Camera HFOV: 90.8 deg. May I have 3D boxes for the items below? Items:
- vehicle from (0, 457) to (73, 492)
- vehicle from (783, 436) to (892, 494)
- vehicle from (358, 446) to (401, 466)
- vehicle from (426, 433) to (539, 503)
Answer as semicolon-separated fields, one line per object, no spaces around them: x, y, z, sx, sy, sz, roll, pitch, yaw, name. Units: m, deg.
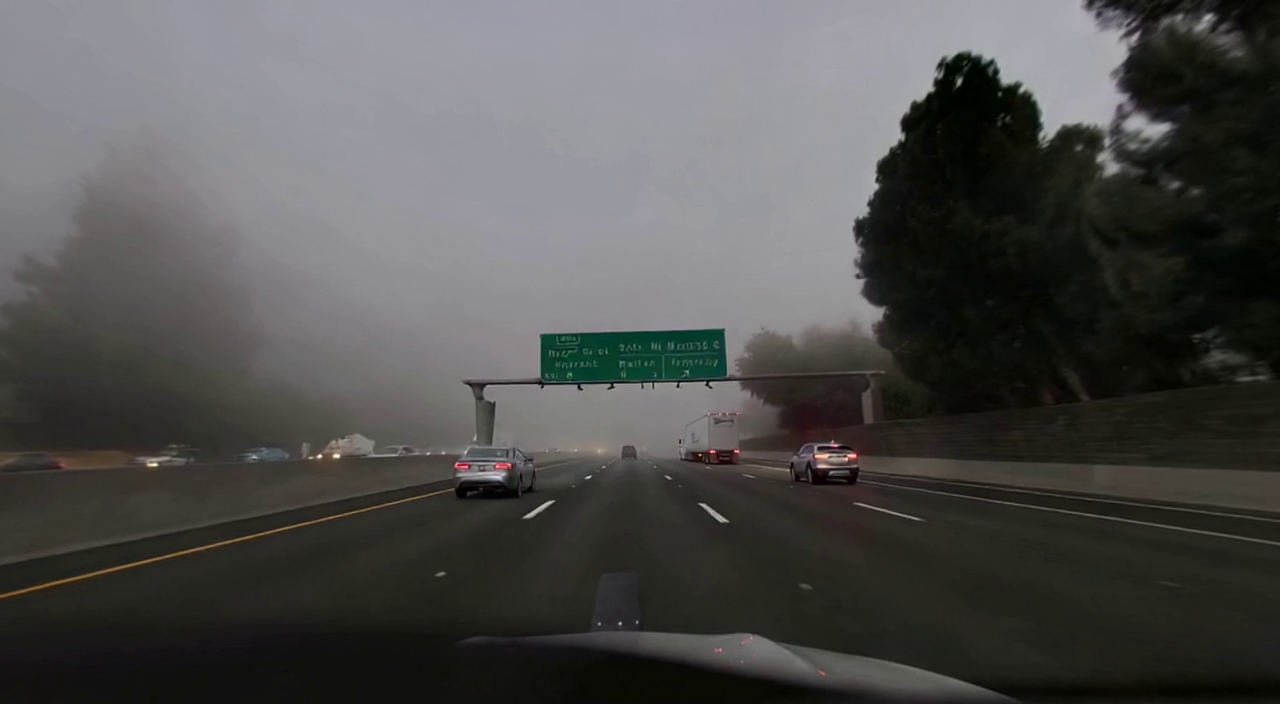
-26.635;5.172;26.867;1.707;1.364;3.608;0;-9;-3;vehicle
6.217;3.602;20.502;1.991;1.647;4.409;0;-9;-1;vehicle
-19.879;7.953;48.339;1.847;1.440;3.572;0;-9;-1;vehicle
-4.087;3.088;17.178;2.027;1.651;4.099;0;-9;0;vehicle
